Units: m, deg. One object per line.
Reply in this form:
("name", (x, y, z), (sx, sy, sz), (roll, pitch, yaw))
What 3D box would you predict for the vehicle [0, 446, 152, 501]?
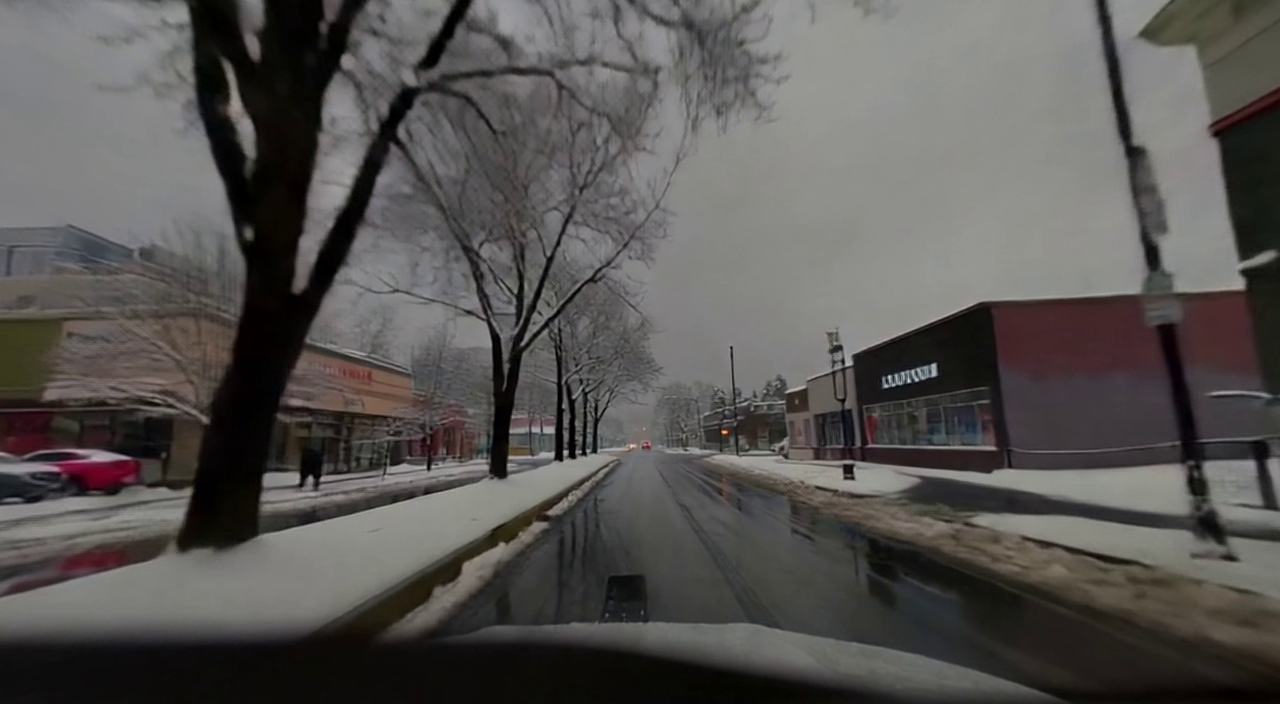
("vehicle", (-18.256, 3.735, 19.884), (1.837, 1.471, 4.756), (0, -8, 1))
